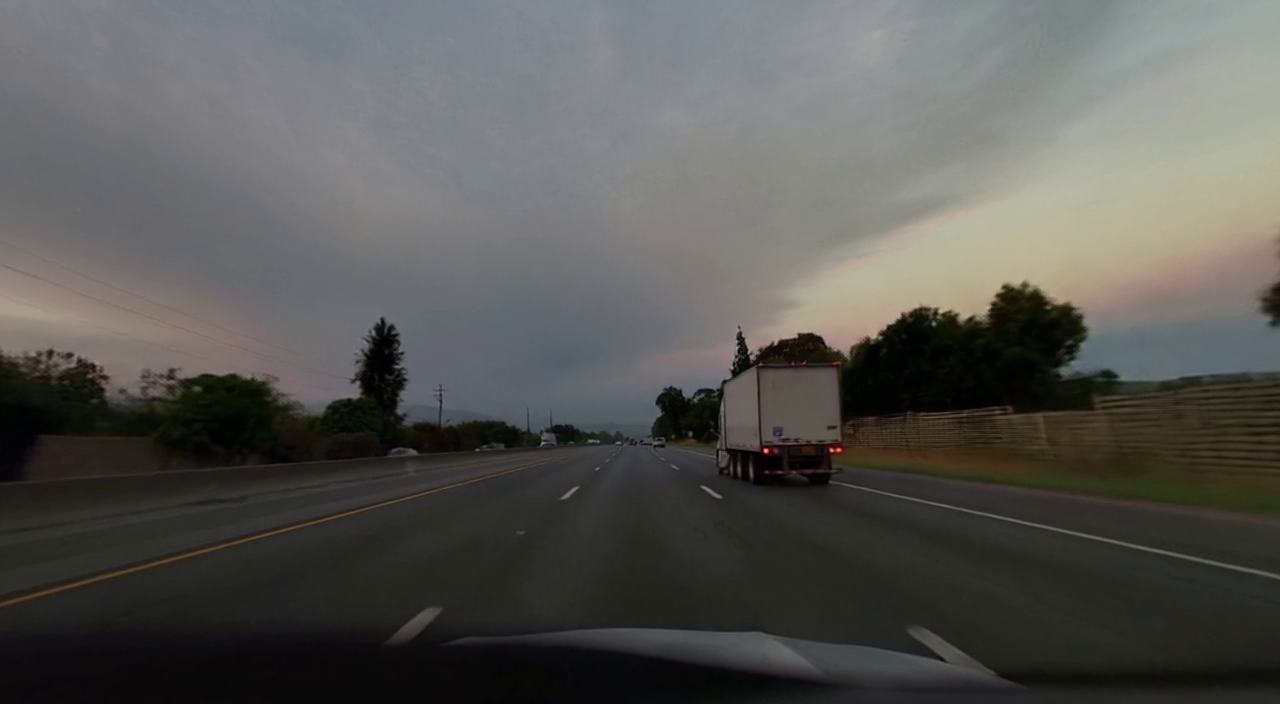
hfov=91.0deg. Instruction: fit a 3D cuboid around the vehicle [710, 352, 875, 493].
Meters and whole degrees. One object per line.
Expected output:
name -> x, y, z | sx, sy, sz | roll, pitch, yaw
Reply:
vehicle -> 4.060, 2.204, 18.941 | 2.766, 3.349, 7.796 | 0, -8, -2
